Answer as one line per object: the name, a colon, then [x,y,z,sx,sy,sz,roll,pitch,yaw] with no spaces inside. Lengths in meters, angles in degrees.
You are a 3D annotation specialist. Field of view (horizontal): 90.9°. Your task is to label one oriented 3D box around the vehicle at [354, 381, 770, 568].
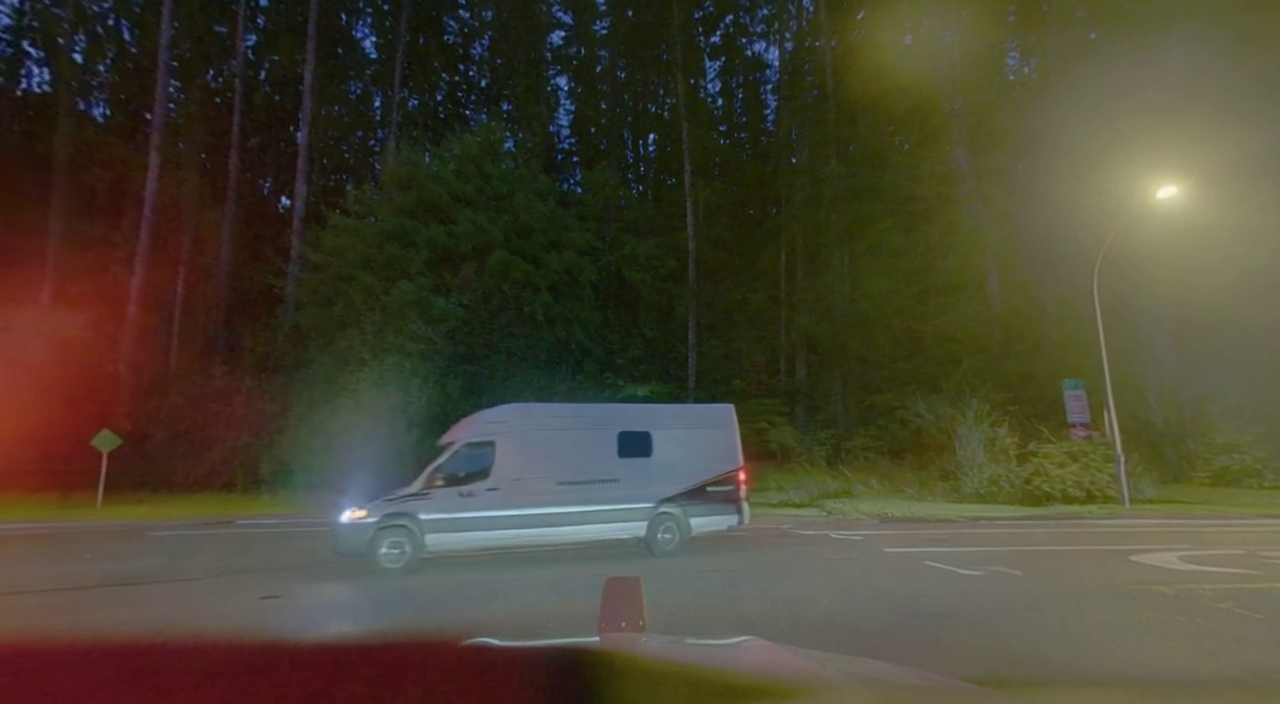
vehicle: [-1.151,1.875,10.175,5.923,2.424,2.247,2,-9,-16]
